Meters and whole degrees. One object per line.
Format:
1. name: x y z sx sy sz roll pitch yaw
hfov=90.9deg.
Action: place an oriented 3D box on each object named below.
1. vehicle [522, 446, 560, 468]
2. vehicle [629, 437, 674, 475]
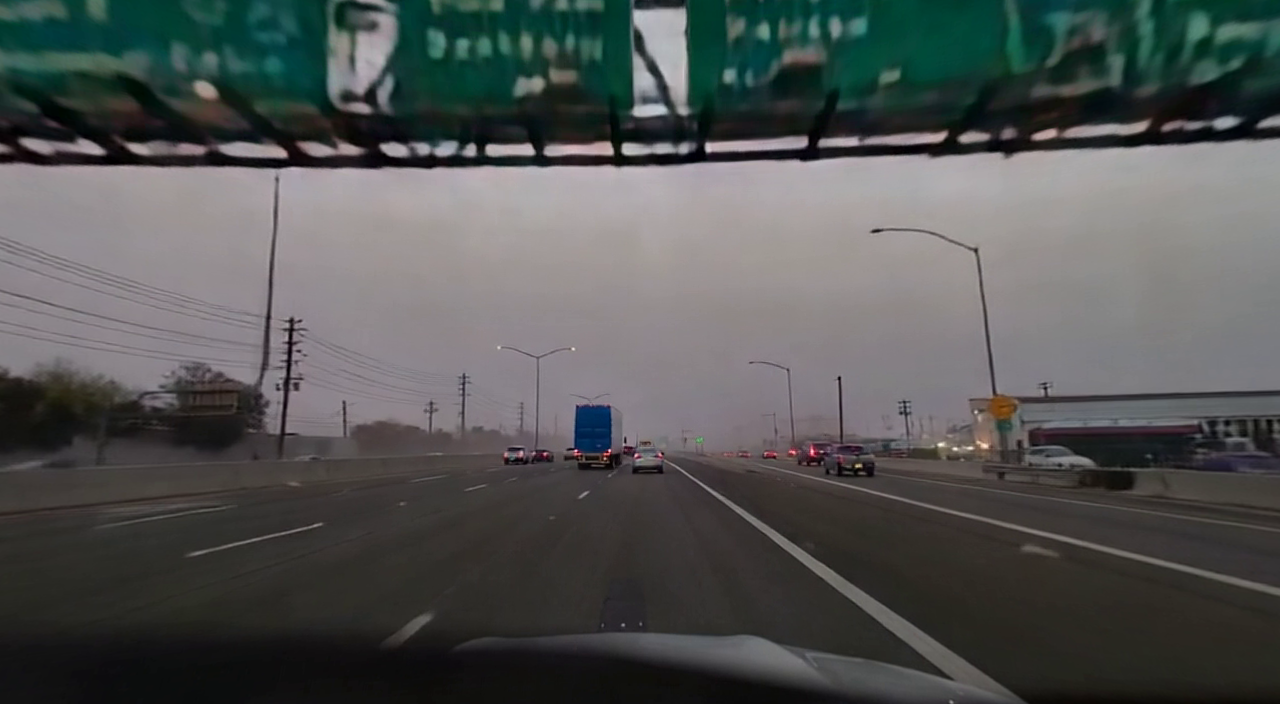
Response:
1. vehicle: -7.015 7.439 44.983 1.945 1.482 4.109 0 -8 1
2. vehicle: 0.601 5.560 33.933 2.279 1.837 4.747 0 -8 1
